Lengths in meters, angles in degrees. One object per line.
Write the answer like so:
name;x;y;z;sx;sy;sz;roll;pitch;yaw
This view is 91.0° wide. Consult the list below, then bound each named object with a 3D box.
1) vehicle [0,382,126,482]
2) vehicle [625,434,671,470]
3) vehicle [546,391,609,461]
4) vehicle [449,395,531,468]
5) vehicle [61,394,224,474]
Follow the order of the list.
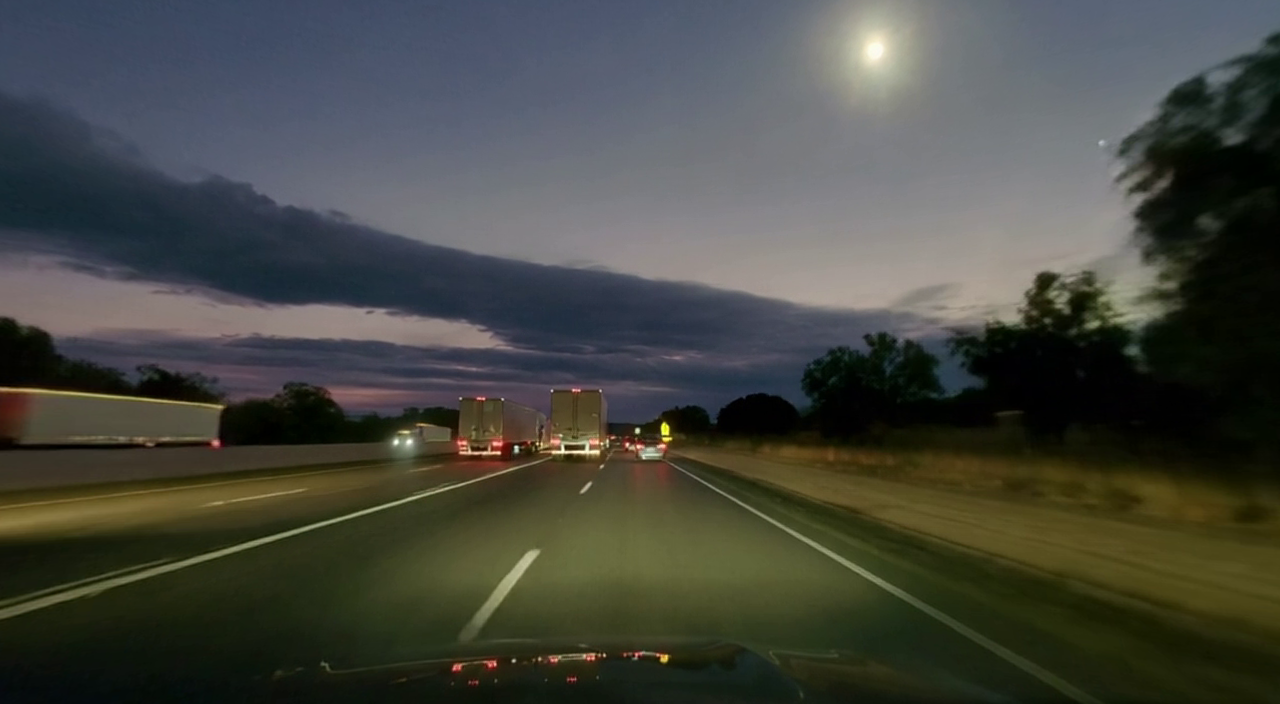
vehicle;-27.880;3.419;26.641;2.939;4.084;11.236;0;-8;-1
vehicle;0.290;4.468;28.366;1.891;1.477;3.599;0;-8;-3
vehicle;-4.045;5.503;45.283;3.475;4.037;17.454;0;-8;-2
vehicle;-7.648;4.204;33.088;2.728;3.405;7.096;0;-8;-2
vehicle;-28.065;4.740;36.206;2.854;4.059;7.954;0;-8;-1
